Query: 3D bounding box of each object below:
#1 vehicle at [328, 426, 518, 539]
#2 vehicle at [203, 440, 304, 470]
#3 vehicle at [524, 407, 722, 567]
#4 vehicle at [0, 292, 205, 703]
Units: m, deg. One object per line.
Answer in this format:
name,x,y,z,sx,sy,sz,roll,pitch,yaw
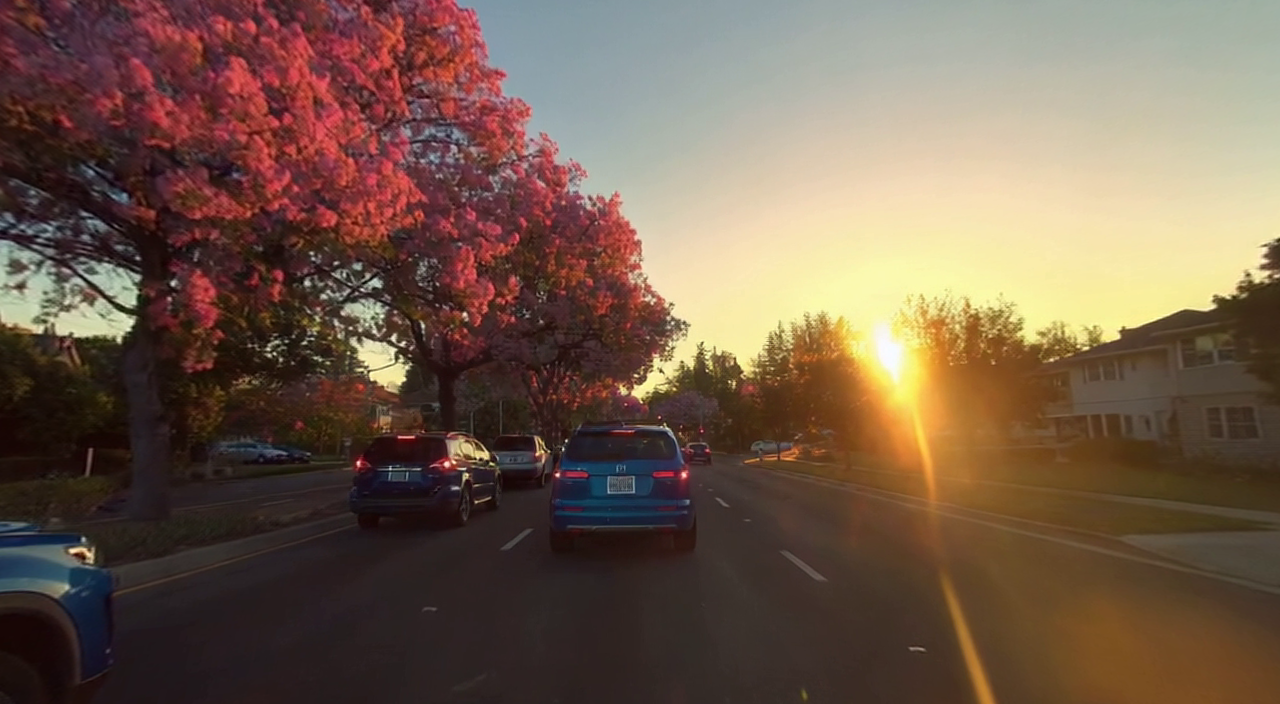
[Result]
vehicle,-3.658,2.269,11.643,1.948,1.668,4.279,0,-8,0
vehicle,-28.497,7.591,46.835,5.856,2.096,2.481,3,-9,-18
vehicle,-0.191,1.747,8.878,2.112,1.693,4.058,0,-8,0
vehicle,-3.532,0.545,0.952,2.304,1.928,4.833,0,-8,-1
